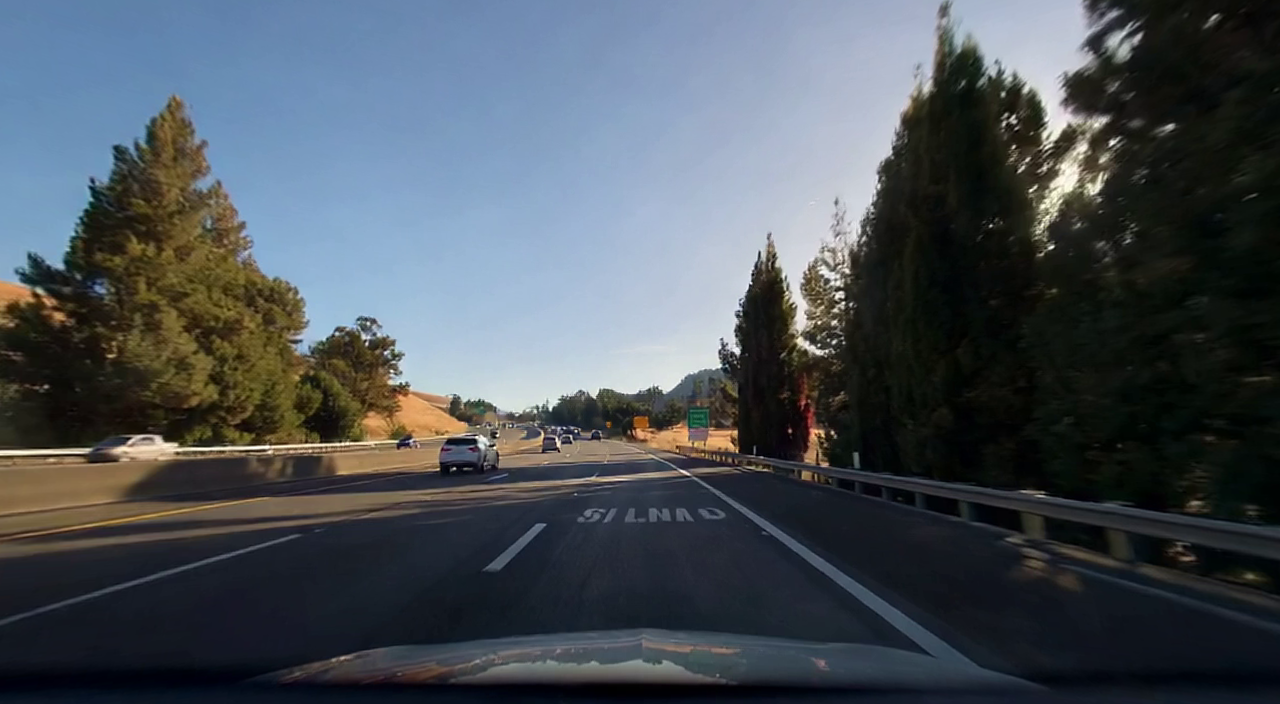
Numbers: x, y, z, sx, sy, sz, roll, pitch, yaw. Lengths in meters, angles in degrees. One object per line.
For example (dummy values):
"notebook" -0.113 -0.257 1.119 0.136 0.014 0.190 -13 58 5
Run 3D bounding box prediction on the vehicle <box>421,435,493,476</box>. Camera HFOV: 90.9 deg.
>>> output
"vehicle" -7.705 4.397 27.015 1.931 1.608 3.977 0 -8 -1

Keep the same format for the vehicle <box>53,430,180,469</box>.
"vehicle" -24.706 4.604 30.028 2.099 1.687 4.680 0 -8 -2
